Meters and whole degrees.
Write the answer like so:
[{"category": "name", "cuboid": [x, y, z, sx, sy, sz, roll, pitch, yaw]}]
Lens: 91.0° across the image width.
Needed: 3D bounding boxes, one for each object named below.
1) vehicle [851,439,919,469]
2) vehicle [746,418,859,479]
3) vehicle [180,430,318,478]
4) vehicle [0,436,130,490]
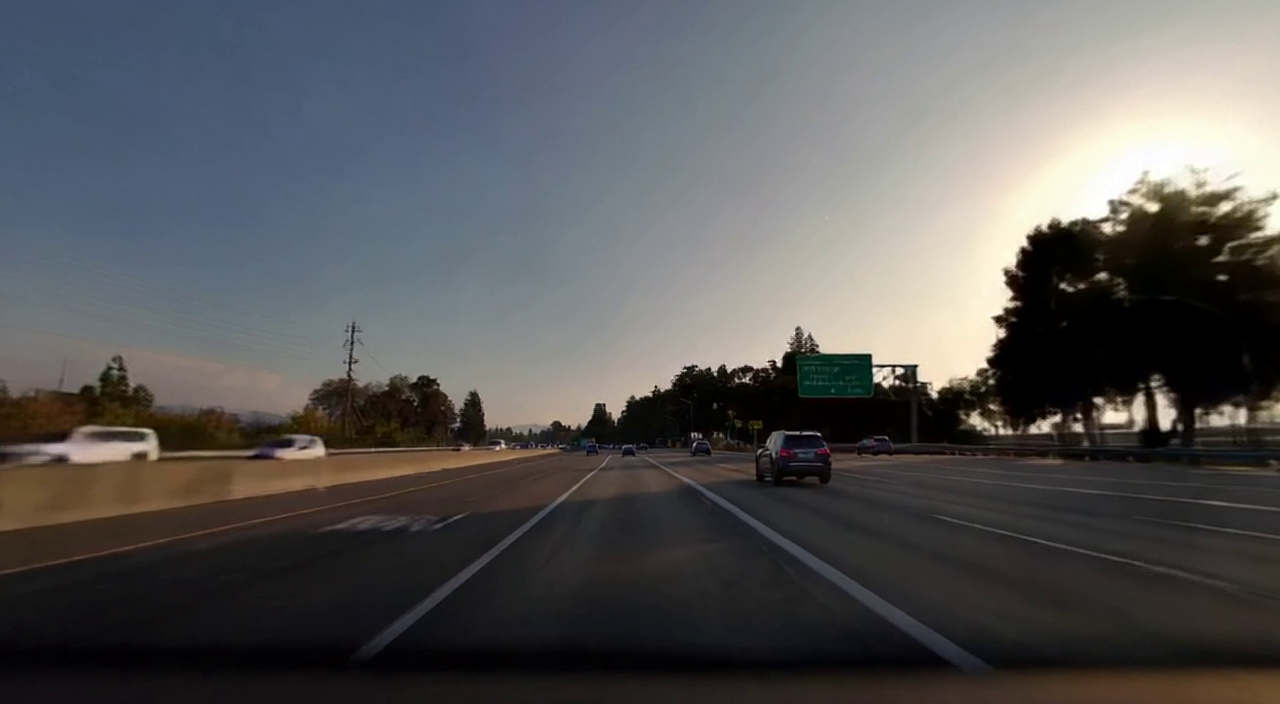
[{"category": "vehicle", "cuboid": [14.238, 5.927, 36.822, 2.072, 1.611, 4.387, 0, -8, -2]}, {"category": "vehicle", "cuboid": [6.938, 4.313, 28.301, 2.779, 2.339, 8.073, 0, -8, -1]}, {"category": "vehicle", "cuboid": [-17.151, 4.520, 28.141, 2.325, 1.901, 6.074, 0, -8, 0]}, {"category": "vehicle", "cuboid": [-21.239, 3.709, 21.275, 2.519, 1.642, 6.530, 0, -8, 0]}]
